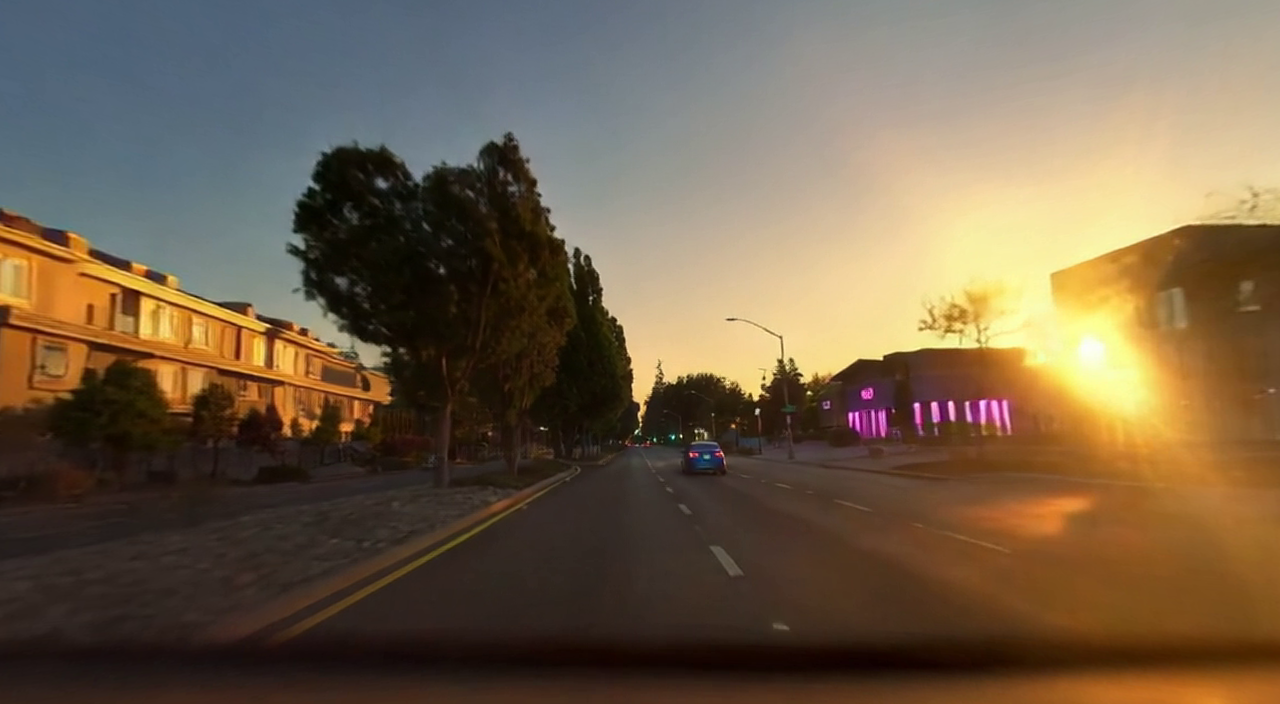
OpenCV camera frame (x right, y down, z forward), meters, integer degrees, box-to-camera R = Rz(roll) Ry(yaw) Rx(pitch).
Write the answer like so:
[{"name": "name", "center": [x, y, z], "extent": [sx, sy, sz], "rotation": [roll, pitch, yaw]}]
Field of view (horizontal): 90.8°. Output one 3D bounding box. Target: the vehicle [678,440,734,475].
[{"name": "vehicle", "center": [2.837, 4.627, 28.067], "extent": [1.929, 1.411, 4.284], "rotation": [0, -8, -1]}]
